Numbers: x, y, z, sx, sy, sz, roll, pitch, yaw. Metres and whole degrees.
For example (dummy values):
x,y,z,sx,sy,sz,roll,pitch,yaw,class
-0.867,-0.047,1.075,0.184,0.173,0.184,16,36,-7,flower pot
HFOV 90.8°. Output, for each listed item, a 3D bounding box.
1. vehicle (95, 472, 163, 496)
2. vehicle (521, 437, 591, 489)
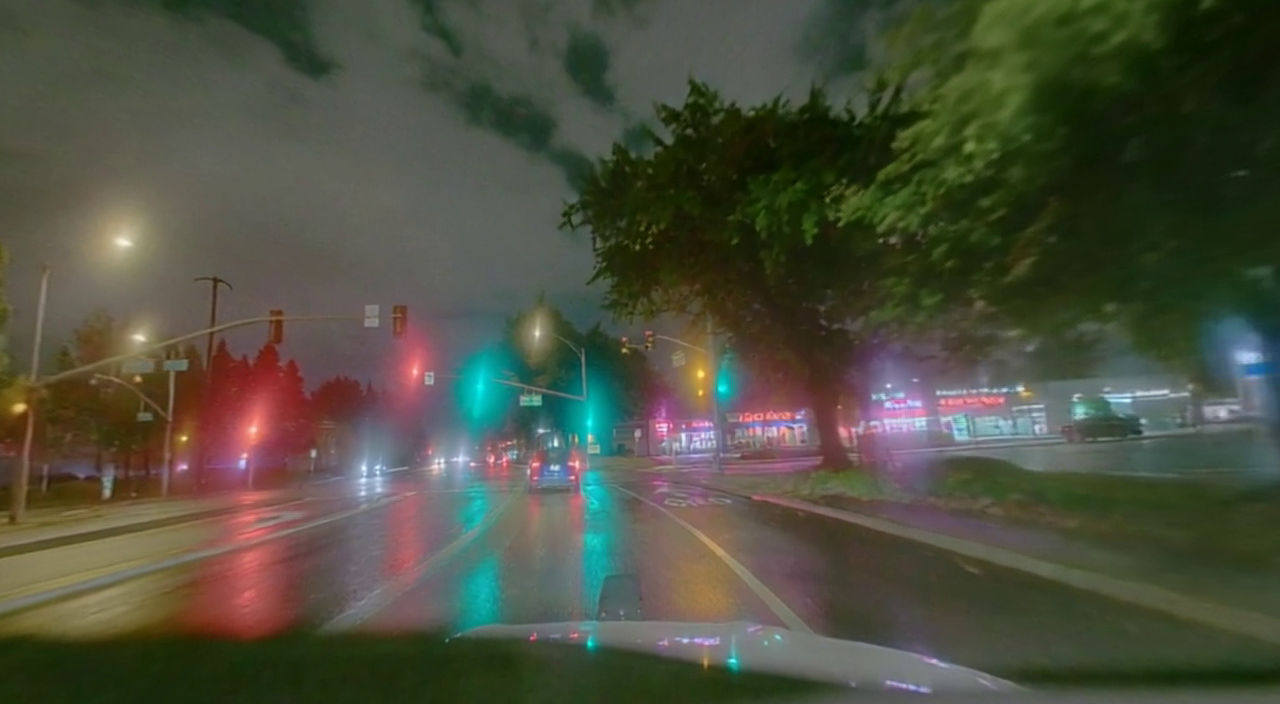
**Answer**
x,y,z,sx,sy,sz,roll,pitch,yaw,class
-37.740,9.763,46.774,2.004,1.479,4.230,2,-9,-10,vehicle
-3.199,4.069,23.417,2.227,1.733,3.930,2,-9,-12,vehicle
